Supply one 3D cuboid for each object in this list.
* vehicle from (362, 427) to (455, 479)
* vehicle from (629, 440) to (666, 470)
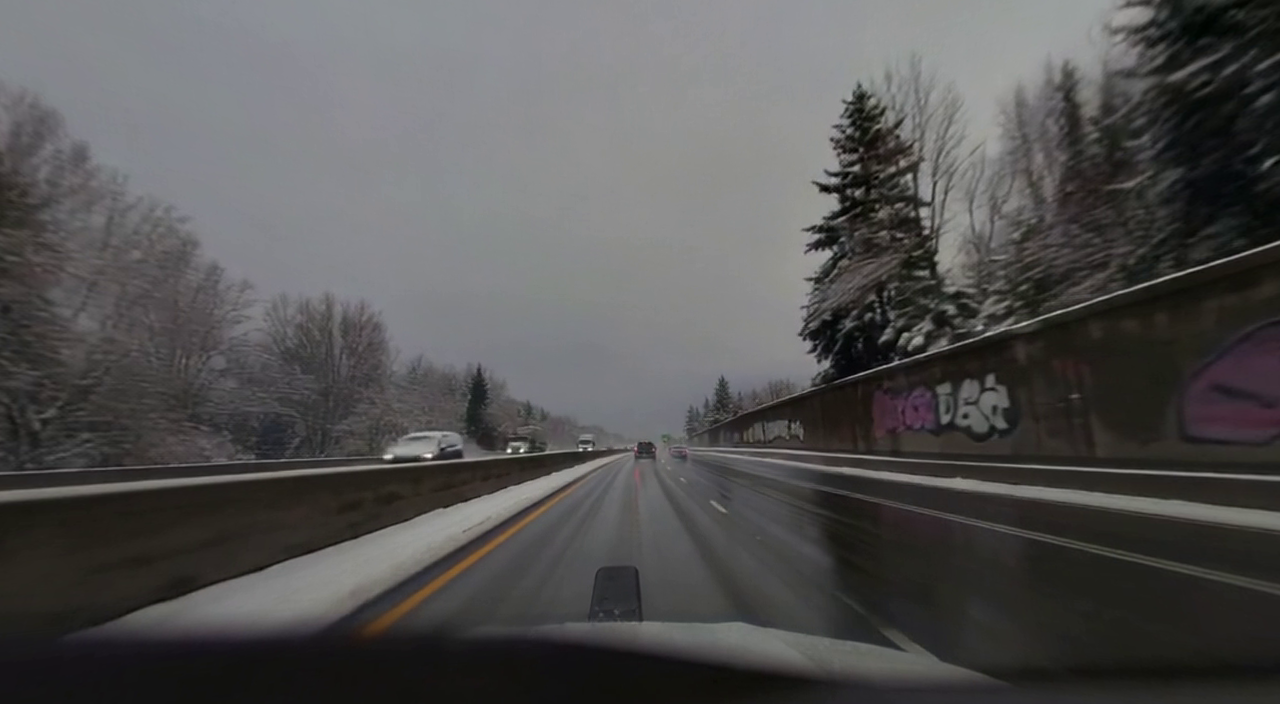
[{"bbox_3d":[-12.385,5.487,34.222,2.320,2.532,6.628,-1,-9,2],"label":"vehicle"},{"bbox_3d":[0.384,6.156,37.623,2.095,1.671,4.219,0,-9,-1],"label":"vehicle"}]
